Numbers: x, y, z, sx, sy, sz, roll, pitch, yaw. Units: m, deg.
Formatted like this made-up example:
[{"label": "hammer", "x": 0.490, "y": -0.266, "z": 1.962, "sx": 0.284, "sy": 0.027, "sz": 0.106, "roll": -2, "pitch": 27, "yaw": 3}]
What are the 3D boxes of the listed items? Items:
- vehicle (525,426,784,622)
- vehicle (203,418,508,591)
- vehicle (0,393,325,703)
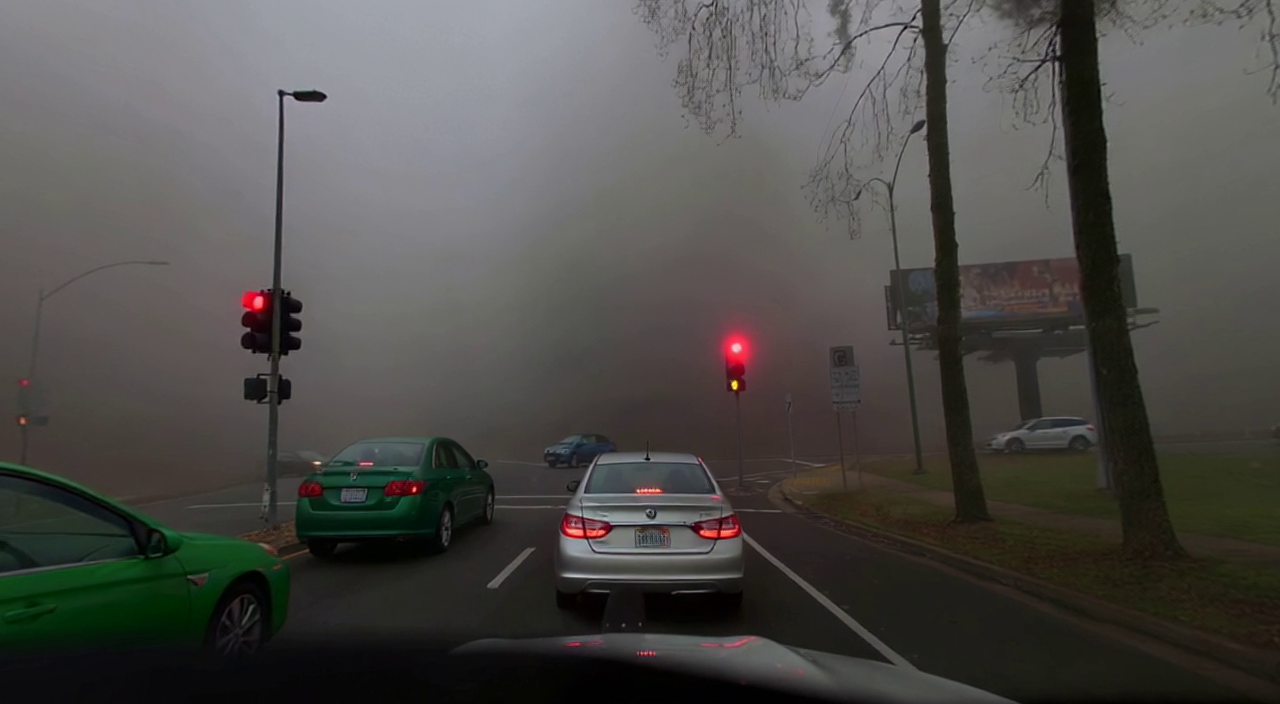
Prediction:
[{"label": "vehicle", "x": 0.046, "y": 1.584, "z": 6.628, "sx": 1.977, "sy": 1.467, "sz": 3.474, "roll": 0, "pitch": -9, "yaw": -2}, {"label": "vehicle", "x": -3.160, "y": 1.782, "z": 8.143, "sx": 1.950, "sy": 1.628, "sz": 4.082, "roll": -1, "pitch": -9, "yaw": 1}, {"label": "vehicle", "x": -3.150, "y": 0.954, "z": 2.429, "sx": 1.808, "sy": 1.520, "sz": 3.846, "roll": -1, "pitch": -9, "yaw": 1}]
